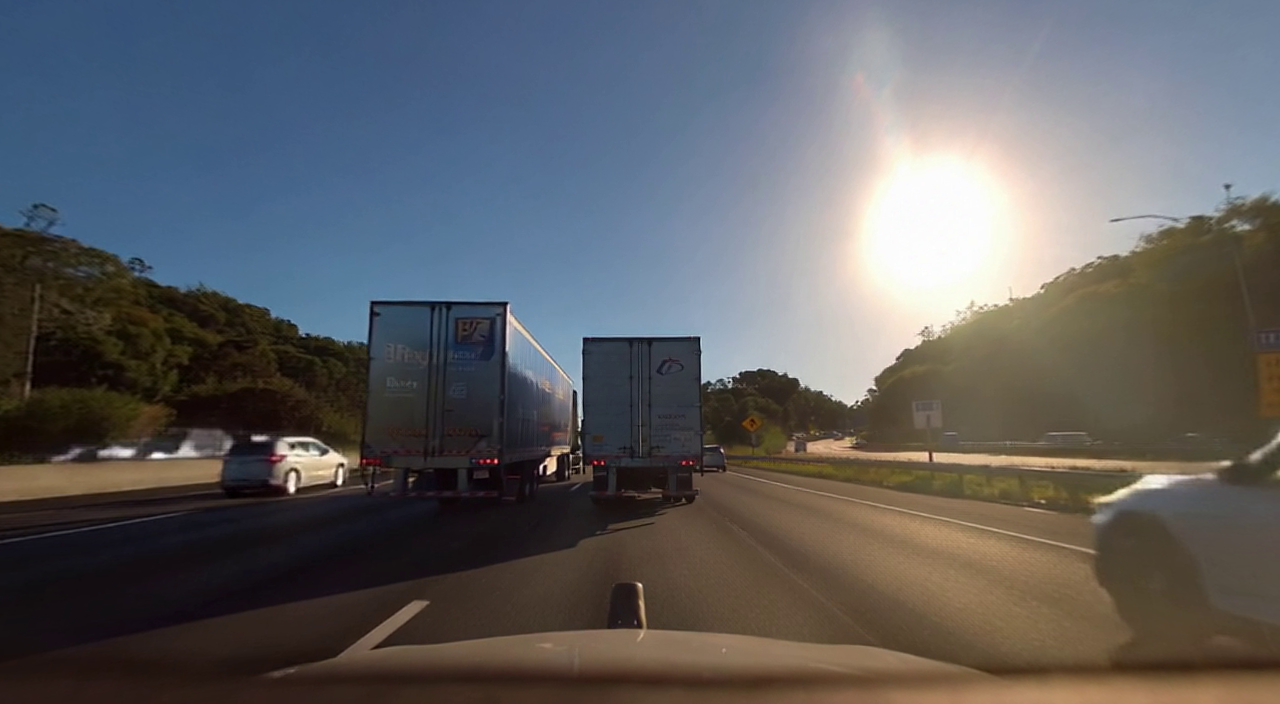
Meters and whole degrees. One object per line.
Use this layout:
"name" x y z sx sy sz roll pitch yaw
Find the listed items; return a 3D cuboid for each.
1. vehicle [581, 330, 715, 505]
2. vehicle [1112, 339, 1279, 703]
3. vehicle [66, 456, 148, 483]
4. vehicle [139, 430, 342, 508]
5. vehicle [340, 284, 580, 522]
"vehicle" 0.090 2.142 18.773 2.910 3.828 9.805 0 -9 -1
"vehicle" 3.887 0.610 1.331 2.136 1.753 4.644 0 -9 0
"vehicle" -29.041 6.381 34.538 1.479 1.342 3.317 -1 -9 3
"vehicle" -10.928 3.228 18.005 2.120 1.862 5.530 0 -9 0
"vehicle" -3.795 2.024 18.821 2.873 4.107 15.970 0 -9 -1
